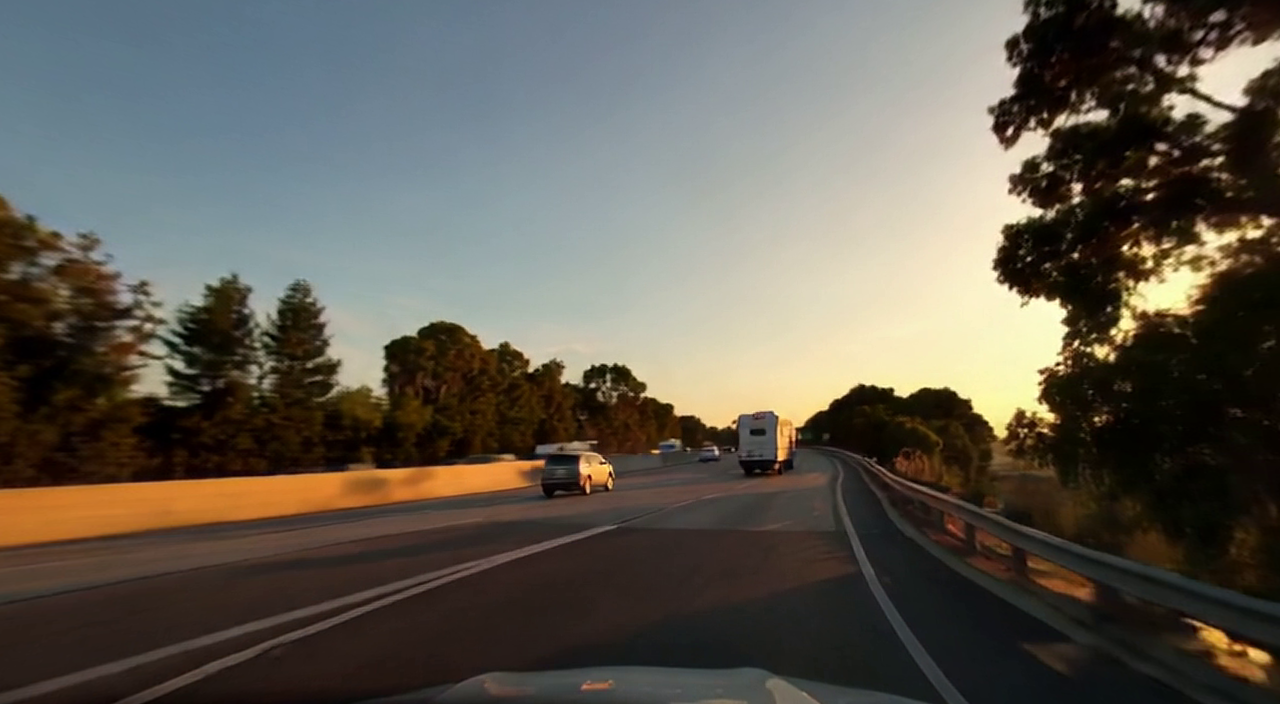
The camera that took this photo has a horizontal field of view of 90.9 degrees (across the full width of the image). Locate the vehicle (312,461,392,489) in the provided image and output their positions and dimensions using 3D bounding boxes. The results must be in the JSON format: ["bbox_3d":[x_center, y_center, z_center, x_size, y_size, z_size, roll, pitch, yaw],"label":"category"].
[{"bbox_3d":[-15.660,6.689,34.505,1.763,1.387,3.841,-3,-9,18],"label":"vehicle"}]

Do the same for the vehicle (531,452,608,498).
[{"bbox_3d":[-2.590,4.601,23.860,1.778,1.560,3.030,-3,-9,19],"label":"vehicle"}]

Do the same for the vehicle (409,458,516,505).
[{"bbox_3d":[-6.621,4.874,24.054,1.872,1.536,4.134,-3,-9,18],"label":"vehicle"}]
